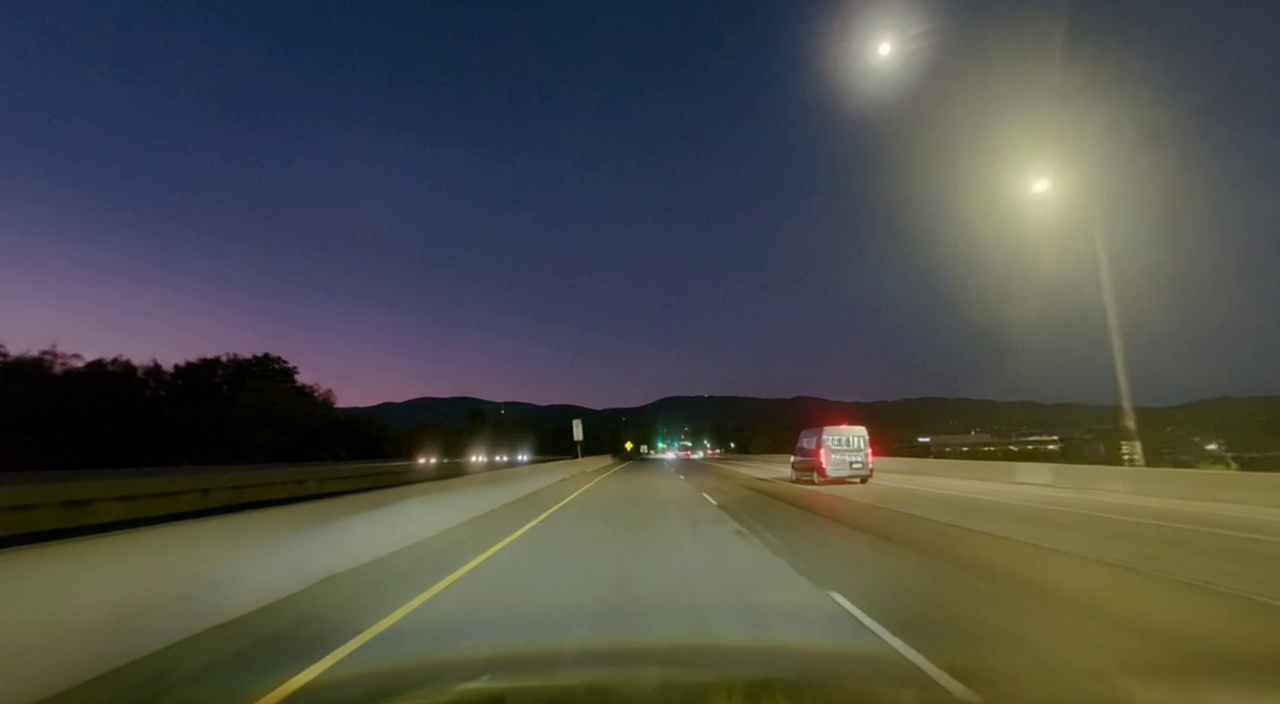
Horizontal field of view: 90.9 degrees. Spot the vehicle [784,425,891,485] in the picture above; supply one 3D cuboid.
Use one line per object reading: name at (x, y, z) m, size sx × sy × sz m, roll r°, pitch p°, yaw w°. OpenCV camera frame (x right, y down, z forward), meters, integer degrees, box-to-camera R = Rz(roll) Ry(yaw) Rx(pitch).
vehicle at (7.434, 3.940, 24.502) m, size 2.275 × 2.059 × 5.543 m, roll 0°, pitch -8°, yaw -1°
